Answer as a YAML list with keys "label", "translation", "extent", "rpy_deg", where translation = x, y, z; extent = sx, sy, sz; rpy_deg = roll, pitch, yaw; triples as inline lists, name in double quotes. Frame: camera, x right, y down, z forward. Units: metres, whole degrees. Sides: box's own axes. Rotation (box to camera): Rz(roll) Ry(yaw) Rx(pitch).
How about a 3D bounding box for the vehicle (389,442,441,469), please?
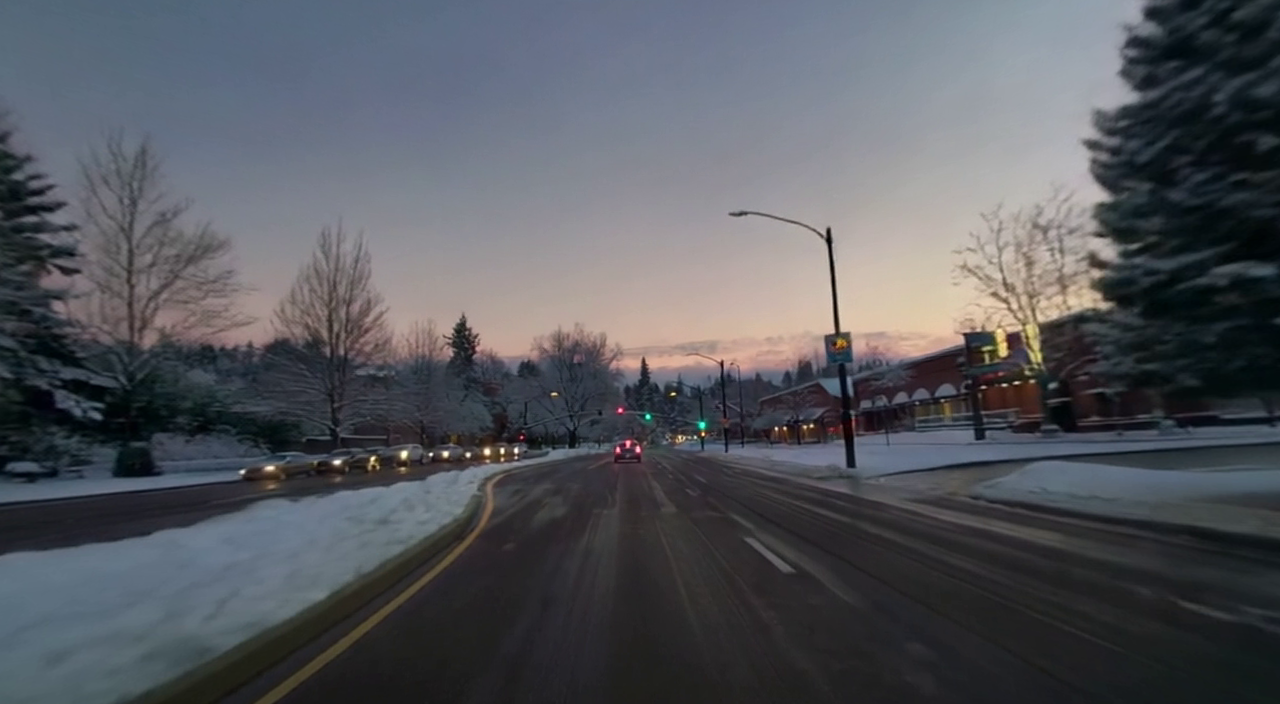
- label: "vehicle"
  translation: [-15.972, 7.366, 45.087]
  extent: [1.981, 1.755, 4.113]
  rpy_deg: [0, -9, 3]

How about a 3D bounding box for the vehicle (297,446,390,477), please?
- label: "vehicle"
  translation: [-15.781, 5.820, 33.986]
  extent: [2.098, 1.524, 5.102]
  rpy_deg: [-1, -8, 6]

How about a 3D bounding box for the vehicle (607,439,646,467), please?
- label: "vehicle"
  translation: [-0.743, 5.659, 35.549]
  extent: [2.045, 1.510, 3.690]
  rpy_deg: [0, -8, -1]

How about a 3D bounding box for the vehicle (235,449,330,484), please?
- label: "vehicle"
  translation: [-15.980, 5.117, 28.533]
  extent: [1.792, 1.413, 4.452]
  rpy_deg: [0, -8, -2]
